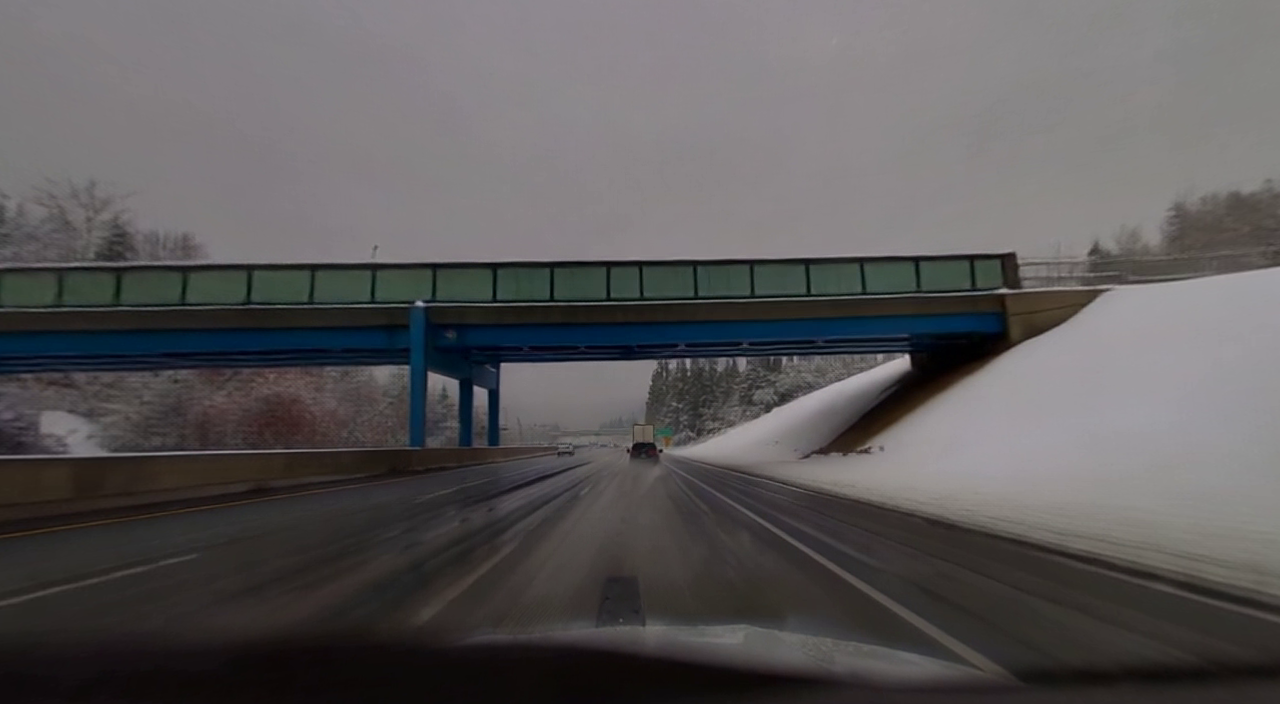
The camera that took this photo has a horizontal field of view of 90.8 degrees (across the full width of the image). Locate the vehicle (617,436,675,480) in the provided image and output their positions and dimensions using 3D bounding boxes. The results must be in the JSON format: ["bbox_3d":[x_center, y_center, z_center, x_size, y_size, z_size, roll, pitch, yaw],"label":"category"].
[{"bbox_3d":[0.235,4.568,27.337,2.299,1.716,4.579,-1,-9,0],"label":"vehicle"}]
